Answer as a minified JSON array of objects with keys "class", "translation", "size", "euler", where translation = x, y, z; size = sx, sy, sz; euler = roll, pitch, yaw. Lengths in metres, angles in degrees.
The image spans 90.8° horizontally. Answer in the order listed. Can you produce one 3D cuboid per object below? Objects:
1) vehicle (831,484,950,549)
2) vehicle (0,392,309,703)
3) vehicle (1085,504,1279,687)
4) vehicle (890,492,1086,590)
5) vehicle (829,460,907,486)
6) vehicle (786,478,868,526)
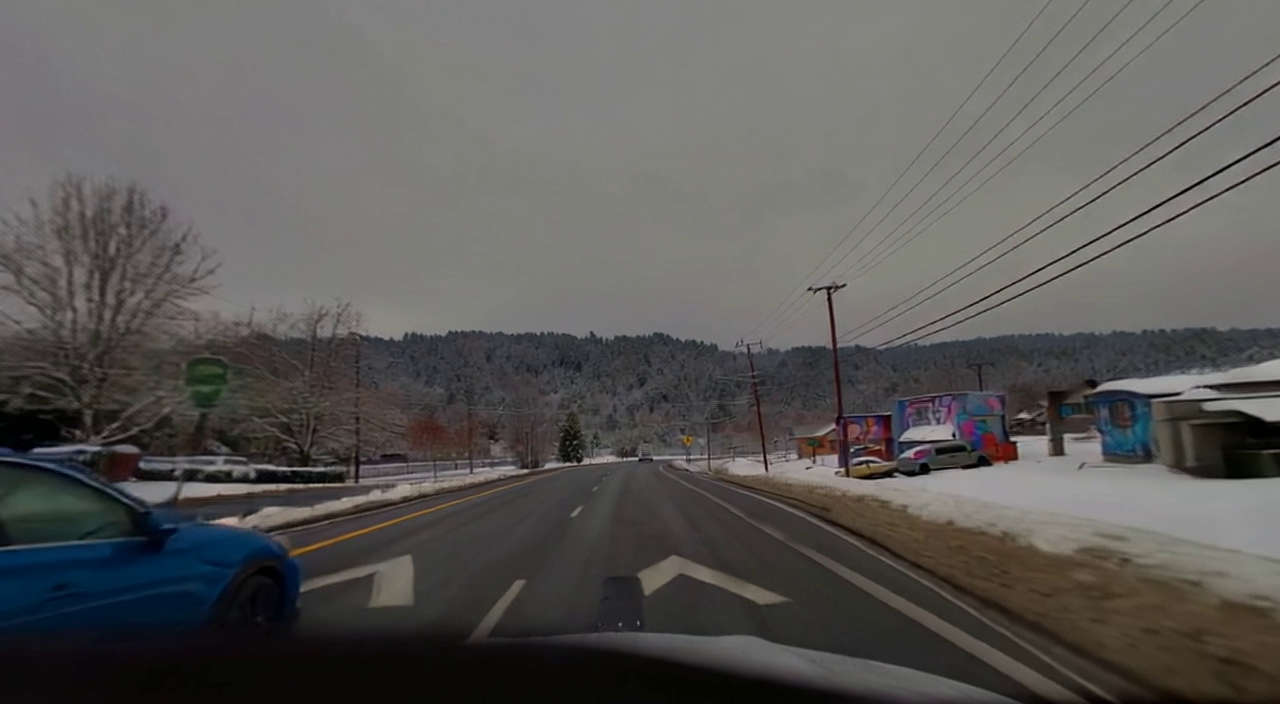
[{"class":"vehicle","translation":[7.255,4.790,18.785],"size":[1.896,1.451,4.070],"euler":[0,-9,1]},{"class":"vehicle","translation":[-2.894,0.814,1.471],"size":[1.972,1.496,4.150],"euler":[0,-9,0]},{"class":"vehicle","translation":[6.925,2.462,6.344],"size":[1.838,1.475,4.152],"euler":[0,-9,-1]},{"class":"vehicle","translation":[7.135,3.892,13.545],"size":[1.849,1.439,4.143],"euler":[0,-9,0]},{"class":"vehicle","translation":[16.768,8.932,46.719],"size":[4.995,1.794,2.020],"euler":[0,-9,3]},{"class":"vehicle","translation":[7.067,5.721,24.394],"size":[1.791,1.445,4.412],"euler":[0,-9,0]}]
